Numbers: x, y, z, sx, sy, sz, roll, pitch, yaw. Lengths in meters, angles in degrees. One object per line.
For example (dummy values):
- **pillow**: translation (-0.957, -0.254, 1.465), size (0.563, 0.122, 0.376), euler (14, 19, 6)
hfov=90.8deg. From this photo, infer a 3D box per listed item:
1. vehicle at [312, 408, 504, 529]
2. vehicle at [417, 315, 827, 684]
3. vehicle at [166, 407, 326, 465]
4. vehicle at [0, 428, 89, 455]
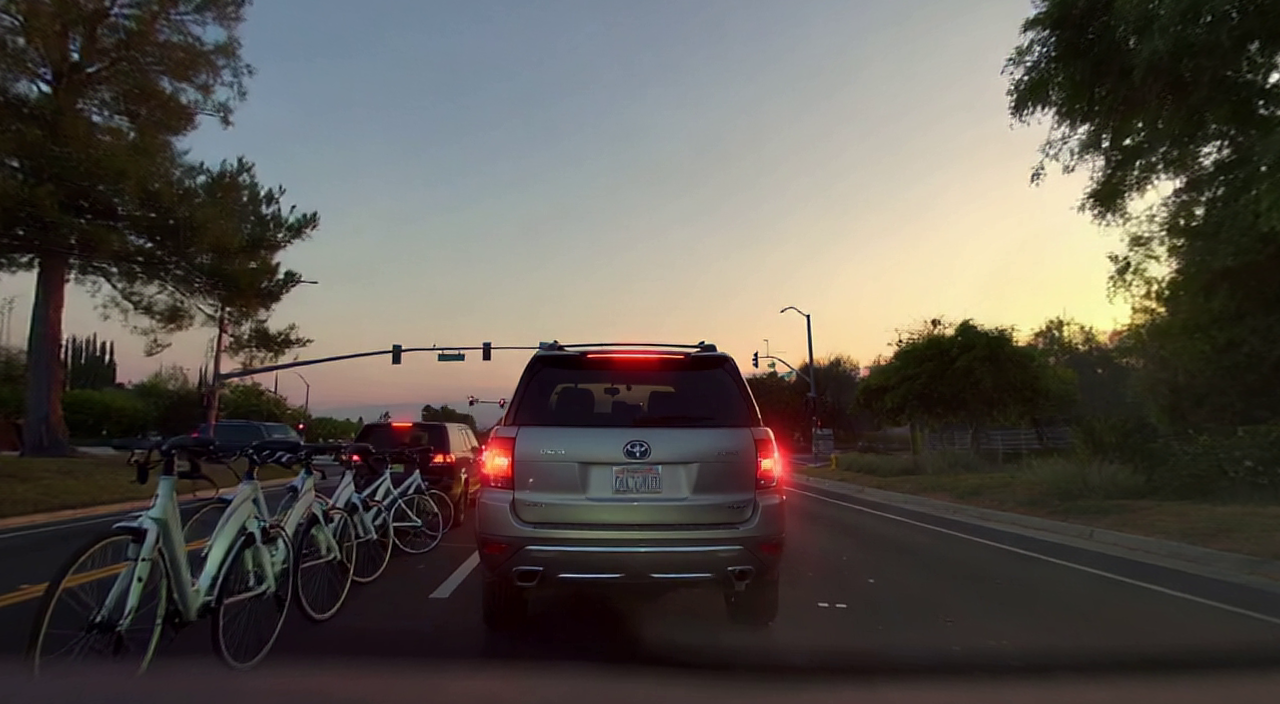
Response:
- **vehicle**: translation (-4.198, 2.220, 12.618), size (2.337, 1.858, 5.409), euler (1, -9, -7)
- **vehicle**: translation (-0.243, 1.158, 6.003), size (2.333, 2.087, 4.586), euler (1, -8, -4)
- **vehicle**: translation (-25.119, 5.409, 40.723), size (8.040, 3.335, 3.070), euler (-1, -9, -7)
- **vehicle**: translation (-36.060, 5.396, 38.018), size (3.926, 1.536, 1.731), euler (0, -8, -8)
